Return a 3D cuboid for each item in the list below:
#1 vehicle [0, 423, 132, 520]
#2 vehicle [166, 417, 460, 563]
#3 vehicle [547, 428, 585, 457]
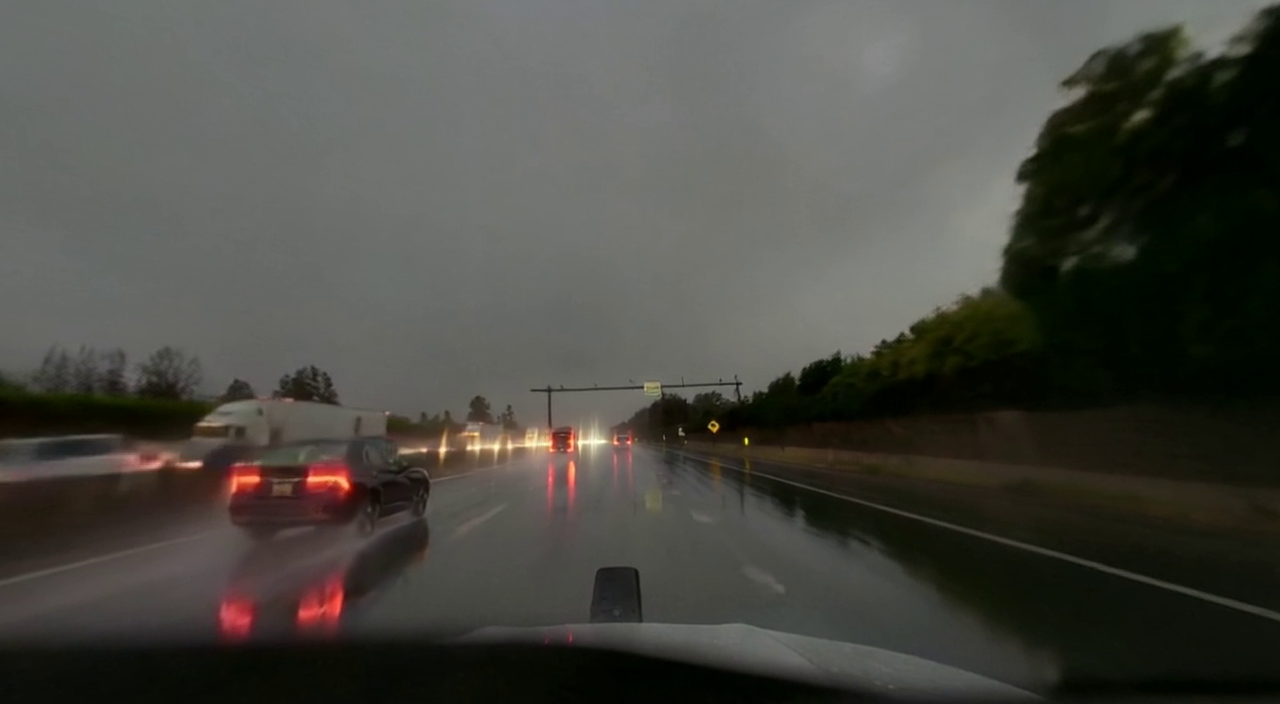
[{"bbox_3d":[-11.948,2.136,11.388,1.961,1.644,4.247,0,-8,-1],"label":"vehicle"},{"bbox_3d":[-4.139,1.776,8.934,1.953,1.550,4.167,0,-8,-1],"label":"vehicle"},{"bbox_3d":[-5.188,6.399,44.549,2.115,1.887,4.721,0,-8,0],"label":"vehicle"}]
